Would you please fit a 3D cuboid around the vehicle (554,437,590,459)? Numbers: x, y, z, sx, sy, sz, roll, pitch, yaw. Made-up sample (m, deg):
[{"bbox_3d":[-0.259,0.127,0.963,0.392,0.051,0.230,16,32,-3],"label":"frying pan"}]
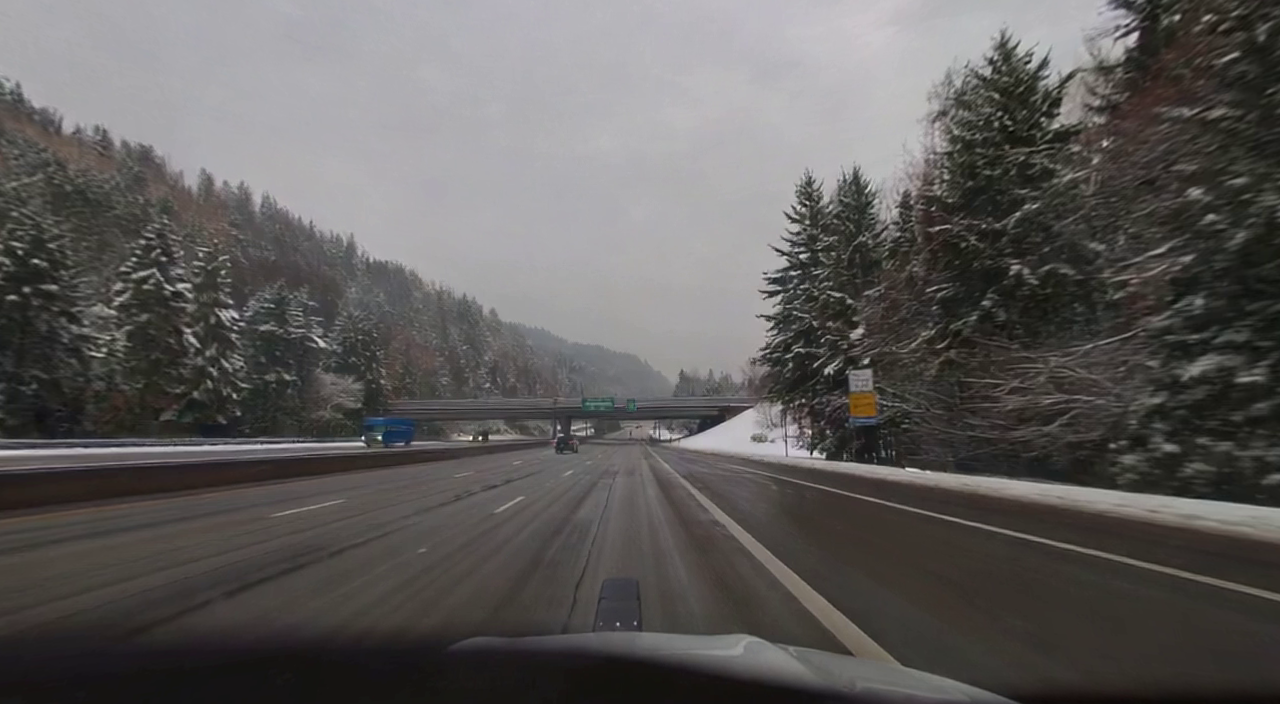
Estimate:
[{"bbox_3d":[-4.911,6.961,45.773,2.162,1.491,4.062,0,-8,0],"label":"vehicle"}]
